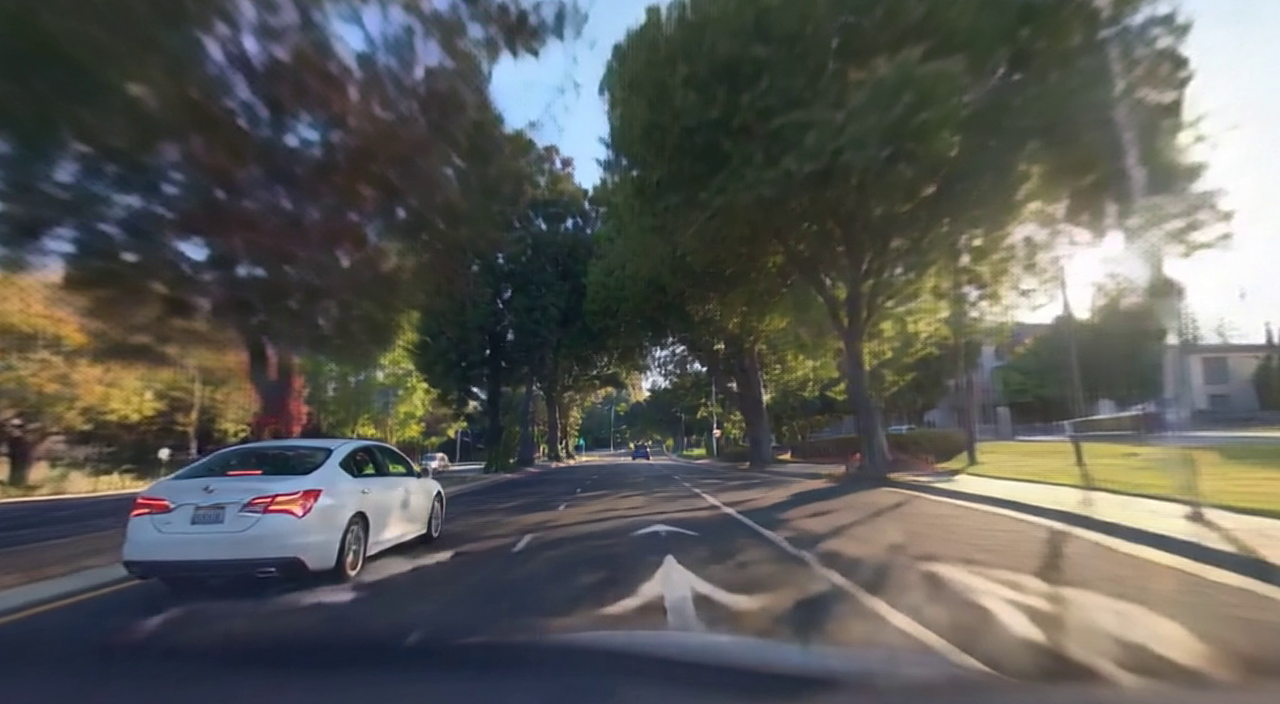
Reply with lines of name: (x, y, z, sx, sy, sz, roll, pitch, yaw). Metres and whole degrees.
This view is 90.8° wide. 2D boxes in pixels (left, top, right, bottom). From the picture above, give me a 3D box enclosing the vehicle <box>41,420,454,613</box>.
vehicle: (-3.806, 1.641, 7.280, 1.915, 1.521, 4.283, 0, -9, 1)
